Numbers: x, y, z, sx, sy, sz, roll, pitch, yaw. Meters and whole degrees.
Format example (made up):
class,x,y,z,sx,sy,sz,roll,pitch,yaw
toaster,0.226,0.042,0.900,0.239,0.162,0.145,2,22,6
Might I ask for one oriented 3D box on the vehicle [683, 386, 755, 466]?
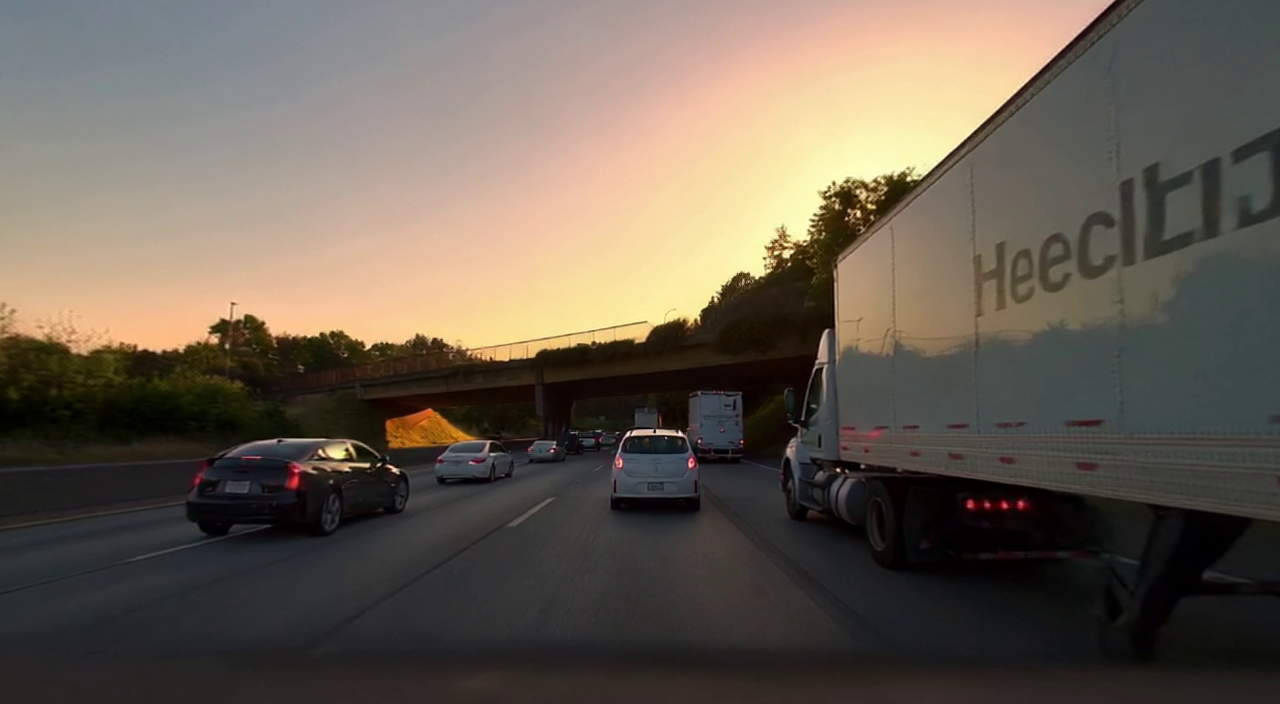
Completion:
class,x,y,z,sx,sy,sz,roll,pitch,yaw
vehicle,4.514,4.762,39.533,2.892,4.101,14.252,0,-8,1

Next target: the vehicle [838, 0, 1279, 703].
class,x,y,z,sx,sy,sz,roll,pitch,yaw
vehicle,4.065,-0.488,0.833,2.817,3.989,14.321,0,-8,-1

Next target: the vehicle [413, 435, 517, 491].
class,x,y,z,sx,sy,sz,roll,pitch,yaw
vehicle,-5.018,3.205,18.631,1.880,1.458,3.978,0,-8,1

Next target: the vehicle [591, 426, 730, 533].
class,x,y,z,sx,sy,sz,roll,pitch,yaw
vehicle,0.284,2.056,10.792,1.973,1.505,3.568,0,-8,0

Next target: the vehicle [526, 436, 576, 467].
class,x,y,z,sx,sy,sz,roll,pitch,yaw
vehicle,-4.598,5.194,33.270,1.887,1.493,4.411,0,-8,1

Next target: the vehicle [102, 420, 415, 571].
class,x,y,z,sx,sy,sz,roll,pitch,yaw
vehicle,-4.557,1.718,8.321,1.821,1.514,3.677,0,-8,0
